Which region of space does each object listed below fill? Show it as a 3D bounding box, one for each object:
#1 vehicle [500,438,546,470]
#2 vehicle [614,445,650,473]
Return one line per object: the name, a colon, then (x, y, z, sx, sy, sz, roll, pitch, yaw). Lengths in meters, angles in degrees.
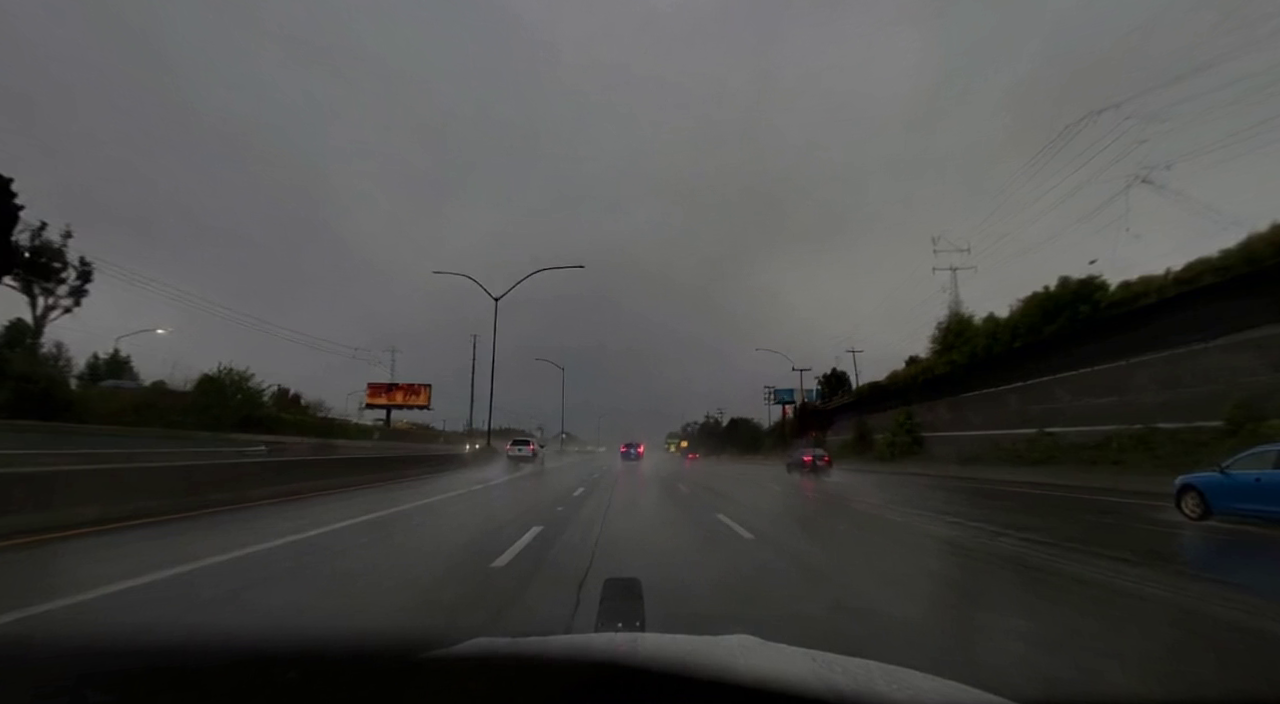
vehicle: (-7.591, 6.659, 41.520, 2.177, 1.929, 4.706, 0, -9, 0)
vehicle: (-0.530, 6.492, 38.583, 2.074, 1.574, 3.971, 0, -9, -2)
